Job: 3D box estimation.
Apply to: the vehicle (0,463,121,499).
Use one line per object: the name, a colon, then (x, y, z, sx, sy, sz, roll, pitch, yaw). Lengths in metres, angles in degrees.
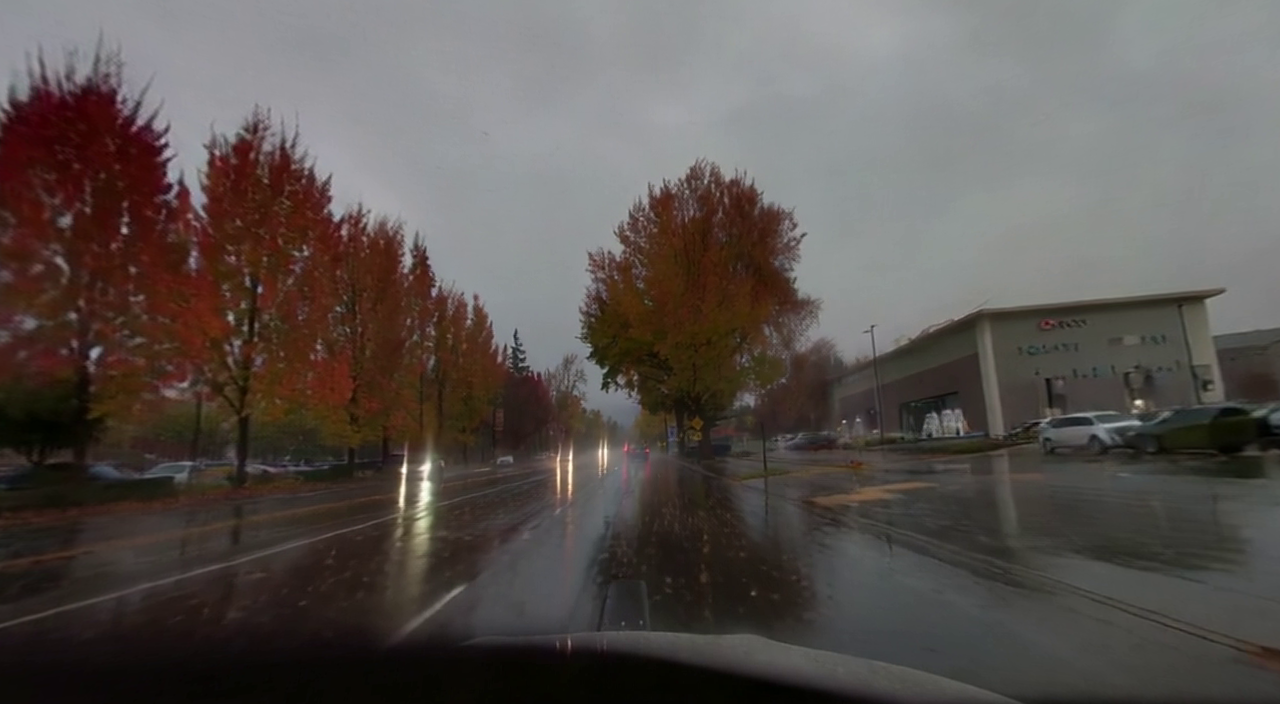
vehicle: (-28.380, 6.236, 30.503, 4.552, 1.576, 2.005, 0, -9, 2)

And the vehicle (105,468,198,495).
vehicle: (-27.942, 7.387, 35.954, 3.844, 1.448, 1.746, 0, -9, 1)
